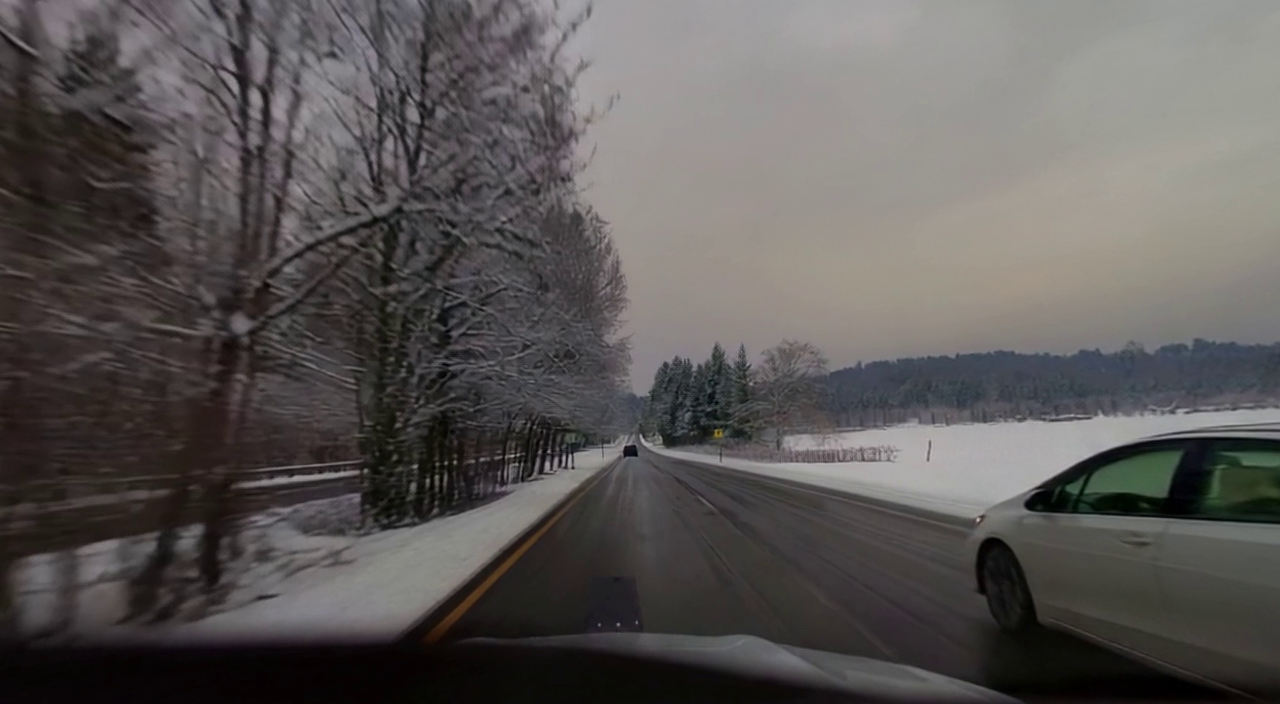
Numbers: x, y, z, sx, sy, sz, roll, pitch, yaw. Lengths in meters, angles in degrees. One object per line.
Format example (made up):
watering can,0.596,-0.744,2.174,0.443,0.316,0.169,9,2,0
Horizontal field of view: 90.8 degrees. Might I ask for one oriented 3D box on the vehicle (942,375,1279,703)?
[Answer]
vehicle,3.644,0.970,3.111,2.060,1.584,4.592,0,-9,0
